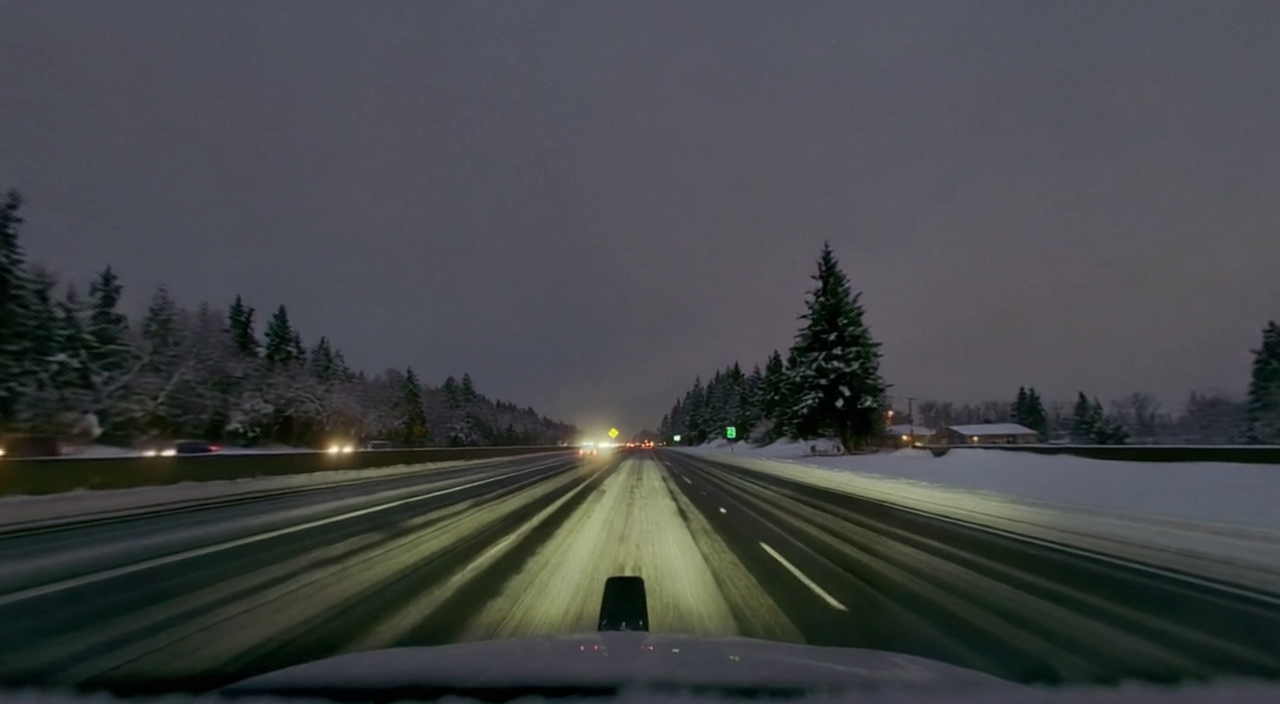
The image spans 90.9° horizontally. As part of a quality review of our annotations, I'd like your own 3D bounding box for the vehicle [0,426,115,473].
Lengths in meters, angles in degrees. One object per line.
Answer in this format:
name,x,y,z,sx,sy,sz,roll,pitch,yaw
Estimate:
vehicle,-39.207,6.214,40.338,3.153,2.743,9.365,0,-8,0
